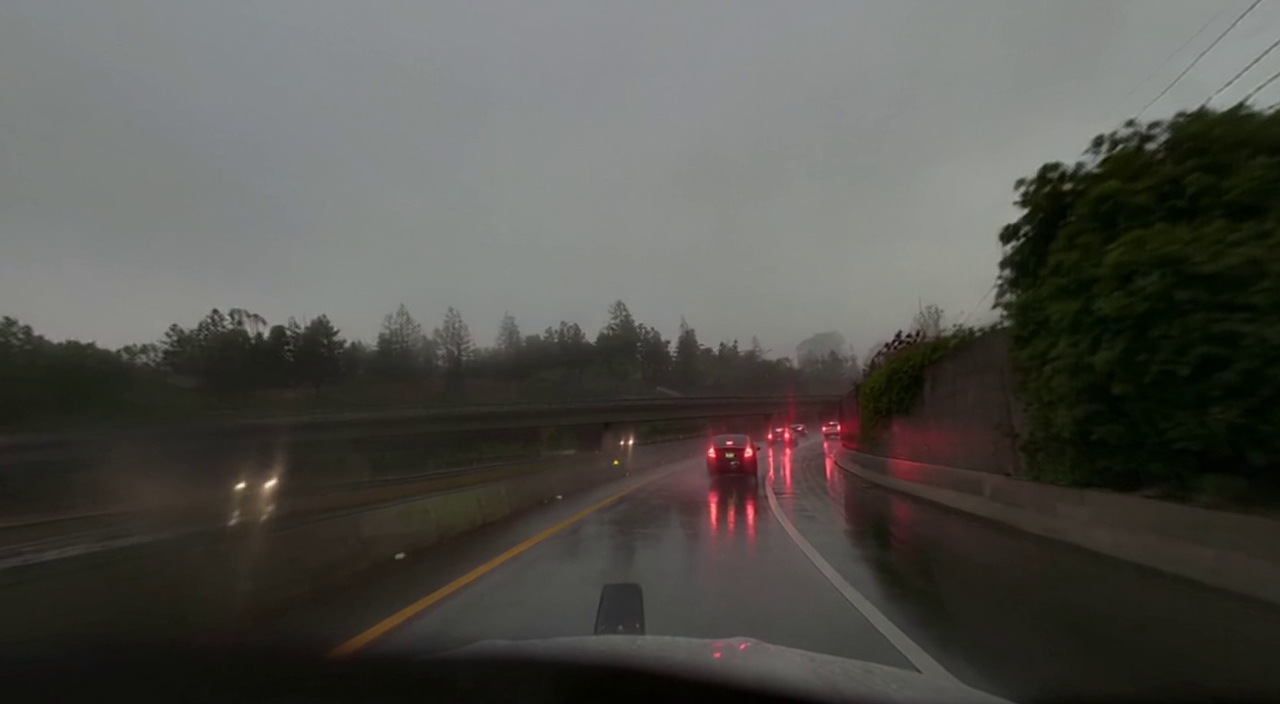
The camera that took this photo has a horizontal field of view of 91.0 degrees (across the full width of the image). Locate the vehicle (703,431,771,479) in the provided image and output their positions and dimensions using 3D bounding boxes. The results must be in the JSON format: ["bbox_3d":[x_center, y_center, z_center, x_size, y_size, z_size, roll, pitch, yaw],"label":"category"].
[{"bbox_3d":[3.493,3.573,22.093,2.091,1.482,4.321,-2,-9,11],"label":"vehicle"}]

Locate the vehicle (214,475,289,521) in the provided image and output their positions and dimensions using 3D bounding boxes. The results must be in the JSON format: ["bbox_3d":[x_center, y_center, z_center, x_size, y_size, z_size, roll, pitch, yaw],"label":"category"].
[{"bbox_3d":[-15.725,5.875,25.679,1.879,1.449,4.002,3,-9,-22],"label":"vehicle"}]

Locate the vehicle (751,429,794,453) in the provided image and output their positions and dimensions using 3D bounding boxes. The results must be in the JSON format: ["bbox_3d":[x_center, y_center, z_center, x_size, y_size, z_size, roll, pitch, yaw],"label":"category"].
[{"bbox_3d":[8.561,5.728,40.433,2.078,1.474,4.165,-3,-9,20],"label":"vehicle"}]
